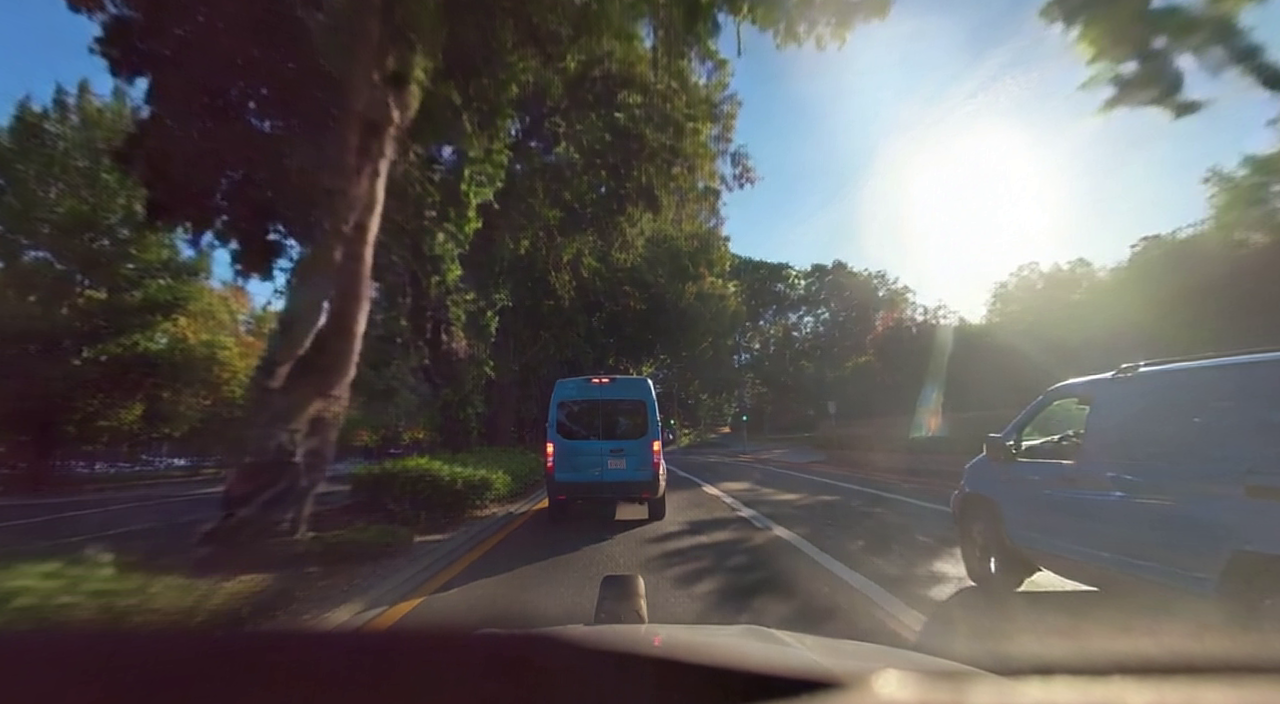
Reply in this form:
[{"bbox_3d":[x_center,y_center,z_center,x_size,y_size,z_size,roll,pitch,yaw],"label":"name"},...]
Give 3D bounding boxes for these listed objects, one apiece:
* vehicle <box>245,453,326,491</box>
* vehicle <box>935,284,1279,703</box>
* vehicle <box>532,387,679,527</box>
[{"bbox_3d":[-15.863,5.355,28.495,1.833,1.504,4.141,2,-9,-10],"label":"vehicle"},{"bbox_3d":[3.687,0.809,3.656,1.988,1.873,3.968,0,-9,0],"label":"vehicle"},{"bbox_3d":[-0.461,1.855,11.480,2.145,2.046,4.309,0,-9,1],"label":"vehicle"}]
